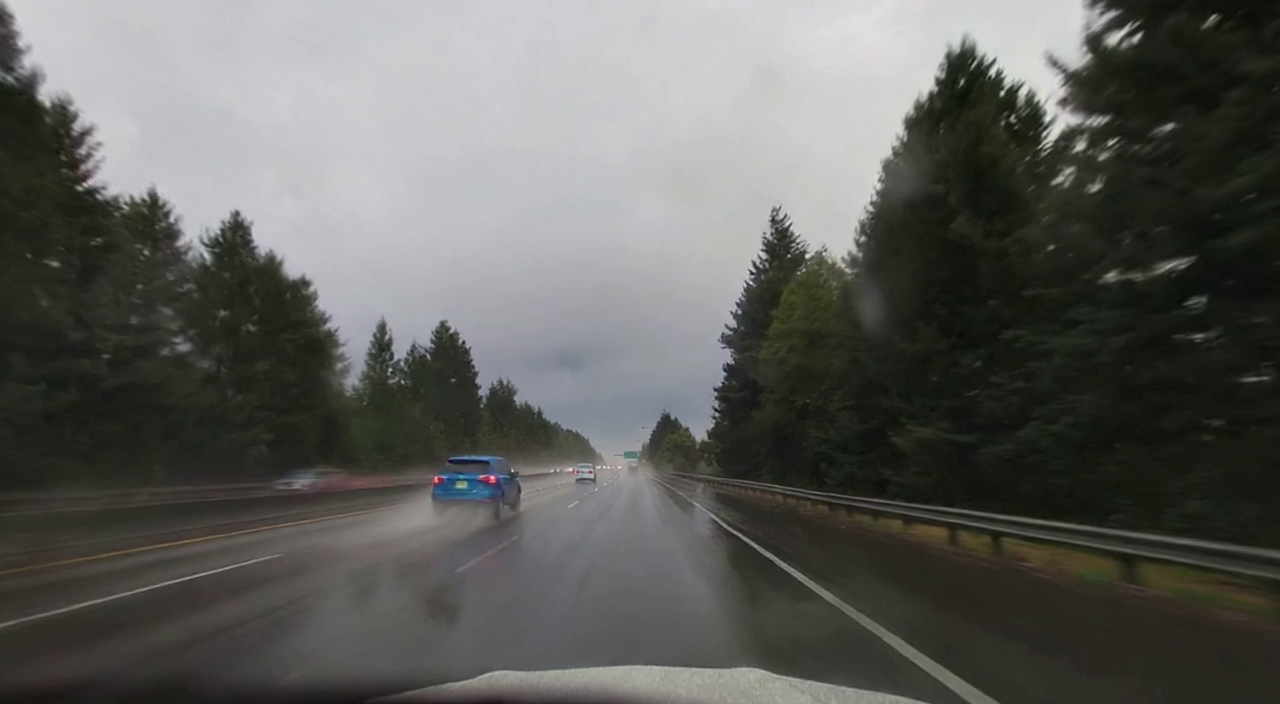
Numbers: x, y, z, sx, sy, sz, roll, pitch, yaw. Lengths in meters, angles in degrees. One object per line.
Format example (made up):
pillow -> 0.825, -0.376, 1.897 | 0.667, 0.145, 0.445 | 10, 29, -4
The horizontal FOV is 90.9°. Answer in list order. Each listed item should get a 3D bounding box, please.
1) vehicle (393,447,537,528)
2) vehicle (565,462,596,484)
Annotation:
vehicle -> -3.895, 3.143, 14.959 | 2.068, 1.592, 4.479 | 0, -10, 0
vehicle -> -4.332, 8.943, 46.680 | 1.900, 1.469, 4.106 | 1, -10, 0
